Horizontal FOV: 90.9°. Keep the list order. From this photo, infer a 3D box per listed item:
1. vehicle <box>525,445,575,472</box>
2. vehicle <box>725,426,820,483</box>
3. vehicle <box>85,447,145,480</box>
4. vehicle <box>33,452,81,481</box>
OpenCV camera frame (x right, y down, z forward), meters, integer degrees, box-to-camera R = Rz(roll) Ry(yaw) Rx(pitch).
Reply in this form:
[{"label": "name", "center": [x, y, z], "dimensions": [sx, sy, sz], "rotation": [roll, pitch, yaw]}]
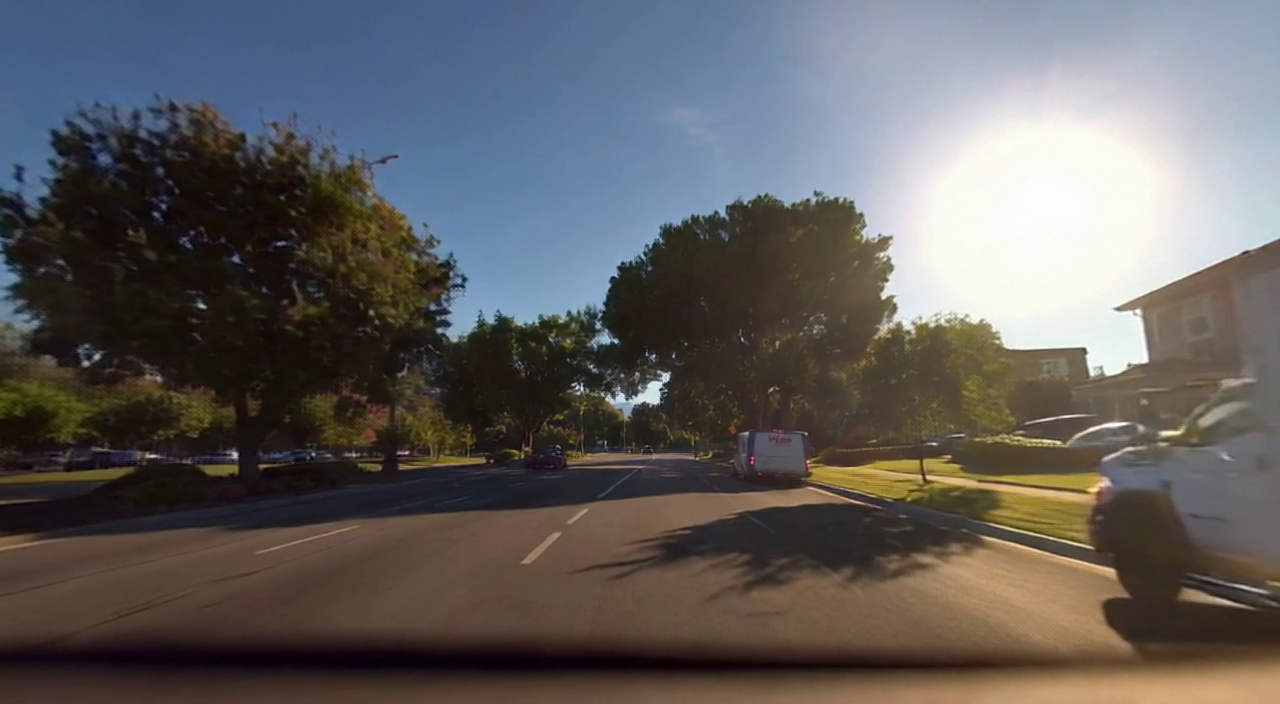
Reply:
[{"label": "vehicle", "center": [-5.175, 6.189, 36.909], "dimensions": [2.060, 1.473, 4.645], "rotation": [0, -8, 2]}, {"label": "vehicle", "center": [5.208, 4.181, 25.977], "dimensions": [2.695, 2.013, 6.661], "rotation": [0, -8, 2]}, {"label": "vehicle", "center": [-28.985, 6.080, 34.734], "dimensions": [2.118, 1.670, 4.487], "rotation": [8, -12, -42]}, {"label": "vehicle", "center": [-37.065, 7.210, 40.025], "dimensions": [1.989, 1.587, 4.182], "rotation": [9, -11, -43]}]
